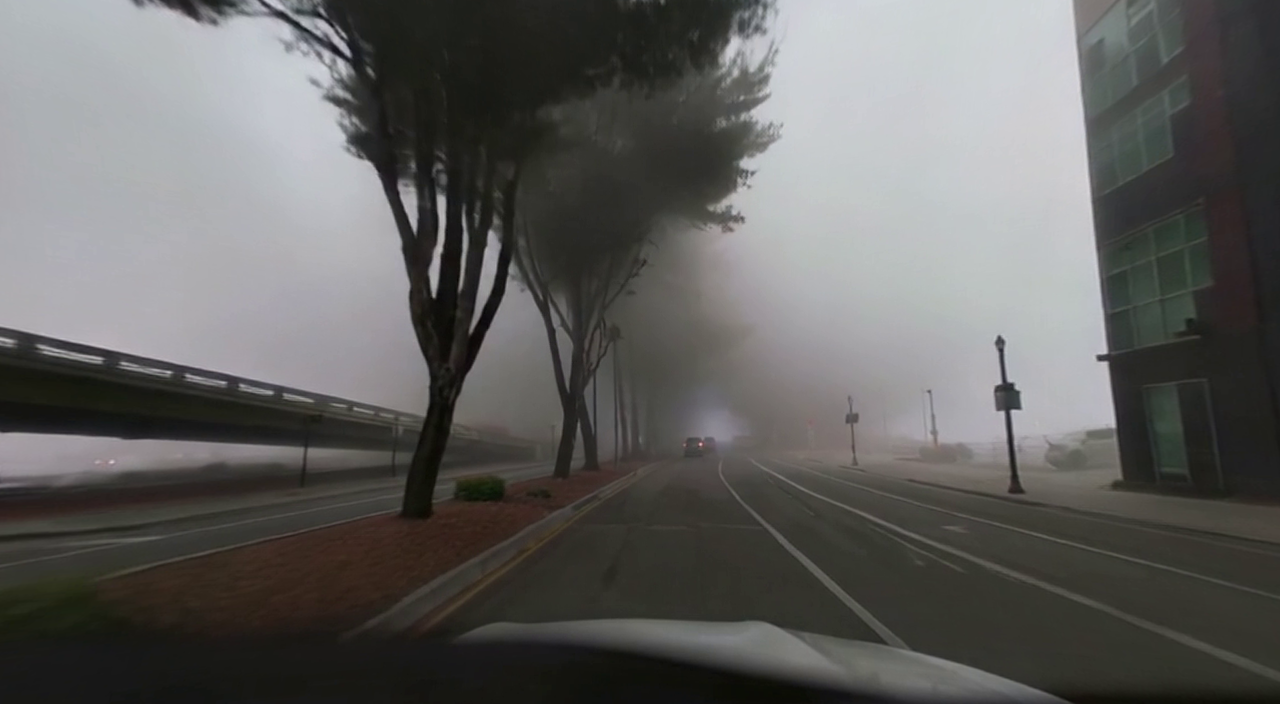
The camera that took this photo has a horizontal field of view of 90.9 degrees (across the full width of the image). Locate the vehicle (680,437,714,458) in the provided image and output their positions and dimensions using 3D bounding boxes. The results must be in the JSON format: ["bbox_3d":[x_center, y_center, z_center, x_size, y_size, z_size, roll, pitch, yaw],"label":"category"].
[{"bbox_3d":[4.333,7.160,47.122,2.280,1.475,4.051,-1,-8,8],"label":"vehicle"}]
